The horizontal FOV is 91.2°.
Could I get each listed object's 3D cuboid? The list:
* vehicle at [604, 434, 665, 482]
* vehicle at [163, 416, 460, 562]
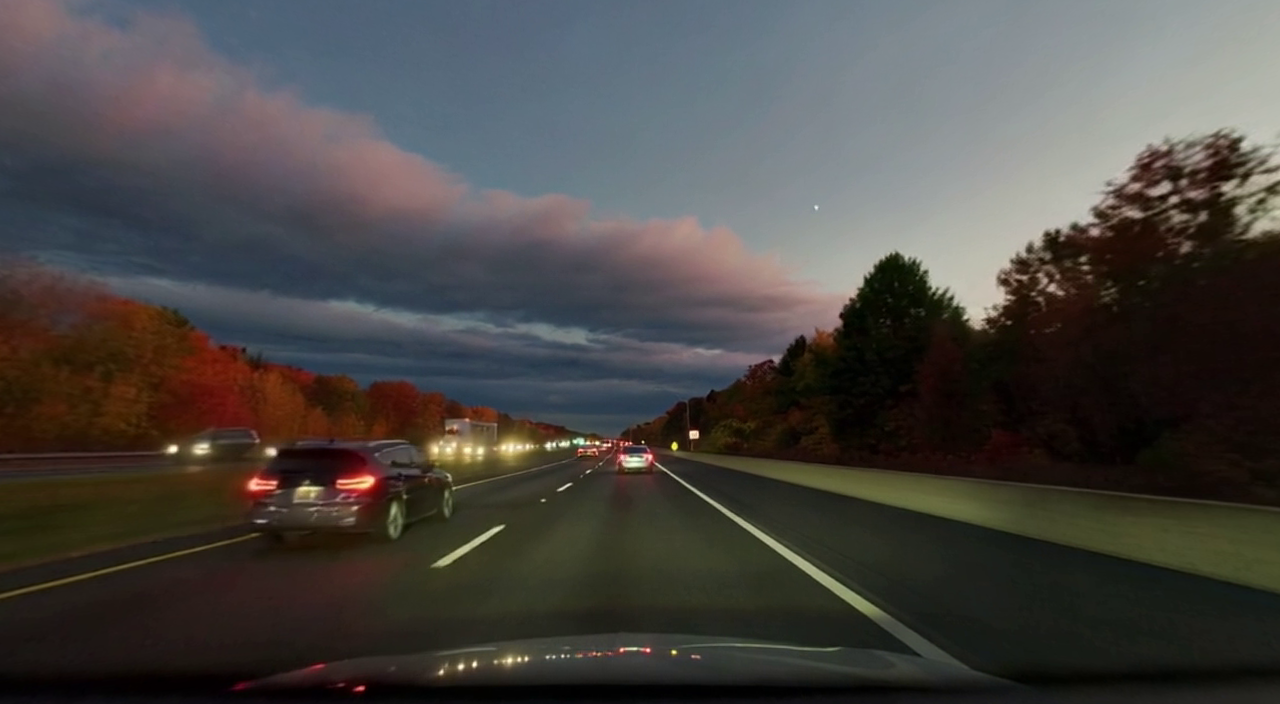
[{"bbox_3d":[-0.223,4.018,23.965,2.115,1.661,4.049,0,-9,0],"label":"vehicle"},{"bbox_3d":[-4.376,1.909,9.454,1.931,1.603,4.739,0,-9,-1],"label":"vehicle"}]
